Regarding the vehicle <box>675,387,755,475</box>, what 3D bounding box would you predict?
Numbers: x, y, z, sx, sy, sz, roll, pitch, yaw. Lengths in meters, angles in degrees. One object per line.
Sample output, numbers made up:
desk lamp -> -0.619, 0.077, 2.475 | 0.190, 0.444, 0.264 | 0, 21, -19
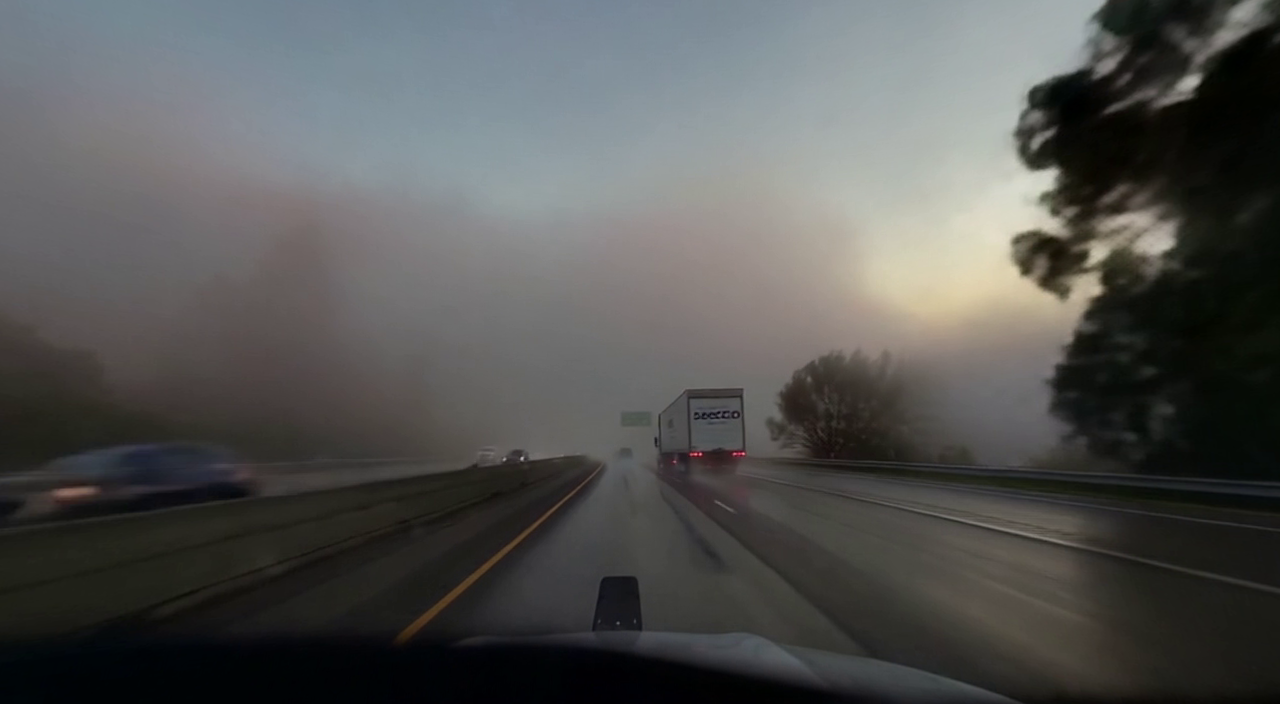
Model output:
vehicle -> 3.602, 4.192, 32.633 | 2.892, 3.928, 8.380 | 0, -9, -1

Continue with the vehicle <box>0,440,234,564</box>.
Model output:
vehicle -> -9.066, 2.222, 10.066 | 1.957, 1.538, 4.733 | 0, -9, -1
